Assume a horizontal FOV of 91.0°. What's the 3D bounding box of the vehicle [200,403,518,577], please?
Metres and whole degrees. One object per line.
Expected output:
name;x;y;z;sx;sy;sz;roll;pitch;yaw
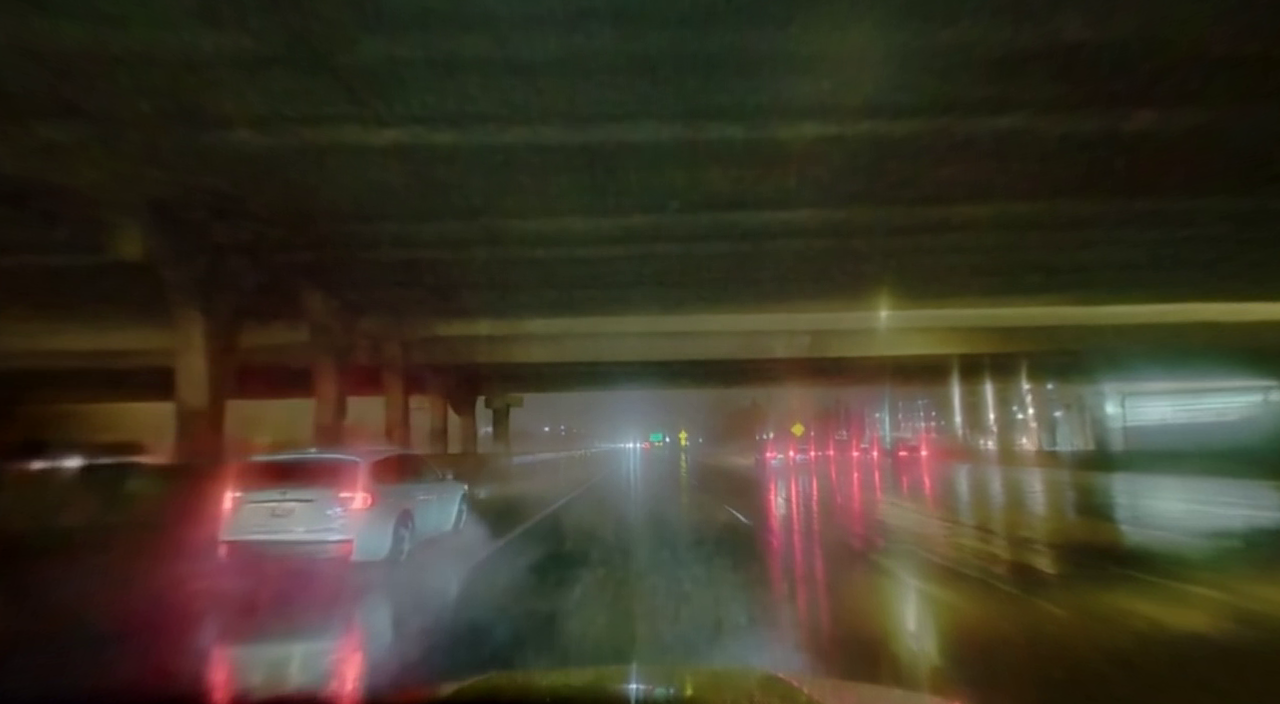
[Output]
vehicle;-3.283;1.729;8.700;2.203;1.734;4.600;0;-9;1
